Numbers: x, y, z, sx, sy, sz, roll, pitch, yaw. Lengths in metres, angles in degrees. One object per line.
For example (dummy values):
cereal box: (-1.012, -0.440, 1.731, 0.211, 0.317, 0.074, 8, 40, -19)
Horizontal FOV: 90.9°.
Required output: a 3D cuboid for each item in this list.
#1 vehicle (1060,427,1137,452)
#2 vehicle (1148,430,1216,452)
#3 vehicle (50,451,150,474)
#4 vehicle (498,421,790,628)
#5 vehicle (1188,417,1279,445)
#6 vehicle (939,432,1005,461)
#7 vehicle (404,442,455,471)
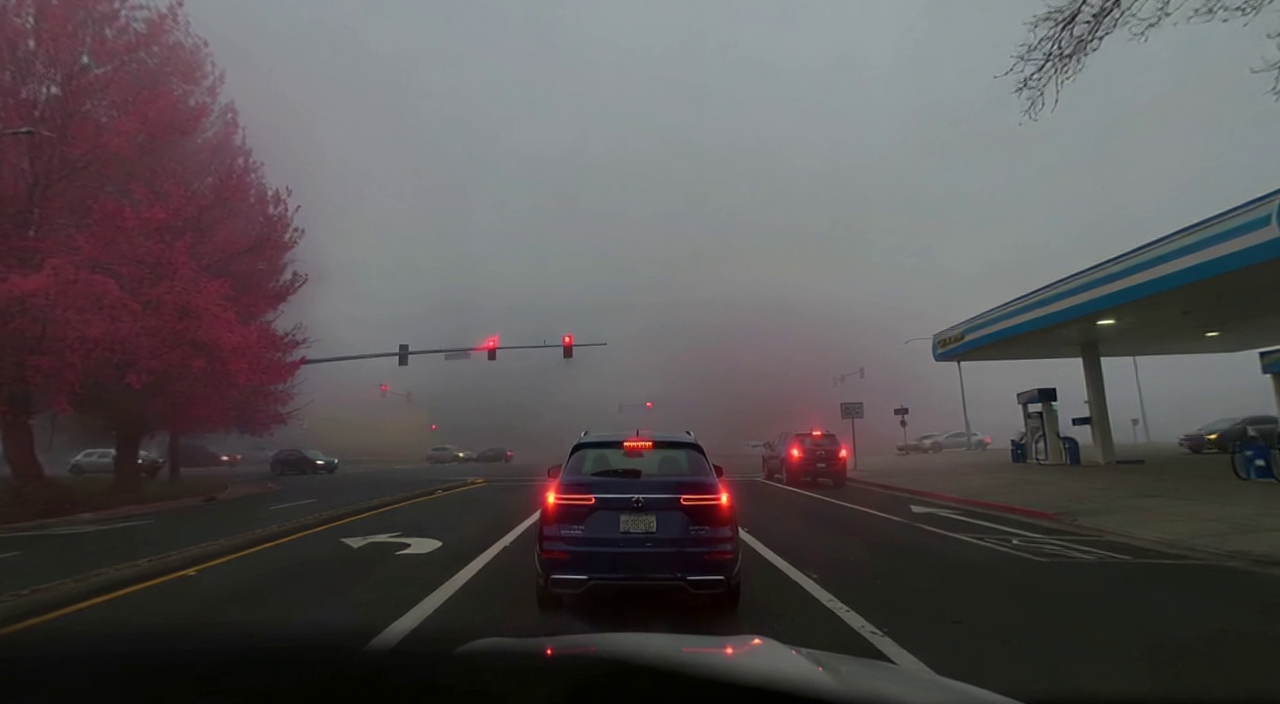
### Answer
vehicle: (34.762, 6.646, 47.830, 4.294, 1.557, 1.744, -4, -8, 1)
vehicle: (40.965, 6.717, 47.672, 3.573, 1.432, 1.604, -3, -8, 2)
vehicle: (-37.477, 7.647, 43.904, 1.889, 1.455, 4.813, -4, -9, 25)
vehicle: (0.017, 1.556, 6.673, 2.112, 1.482, 4.057, 0, -8, 0)
vehicle: (36.339, 4.858, 38.485, 1.848, 1.581, 4.475, 0, -8, 2)
vehicle: (18.404, 5.237, 34.842, 2.053, 1.495, 4.091, -8, -12, 44)
vehicle: (-14.598, 7.178, 43.594, 2.019, 1.867, 4.660, 6, -10, -35)
